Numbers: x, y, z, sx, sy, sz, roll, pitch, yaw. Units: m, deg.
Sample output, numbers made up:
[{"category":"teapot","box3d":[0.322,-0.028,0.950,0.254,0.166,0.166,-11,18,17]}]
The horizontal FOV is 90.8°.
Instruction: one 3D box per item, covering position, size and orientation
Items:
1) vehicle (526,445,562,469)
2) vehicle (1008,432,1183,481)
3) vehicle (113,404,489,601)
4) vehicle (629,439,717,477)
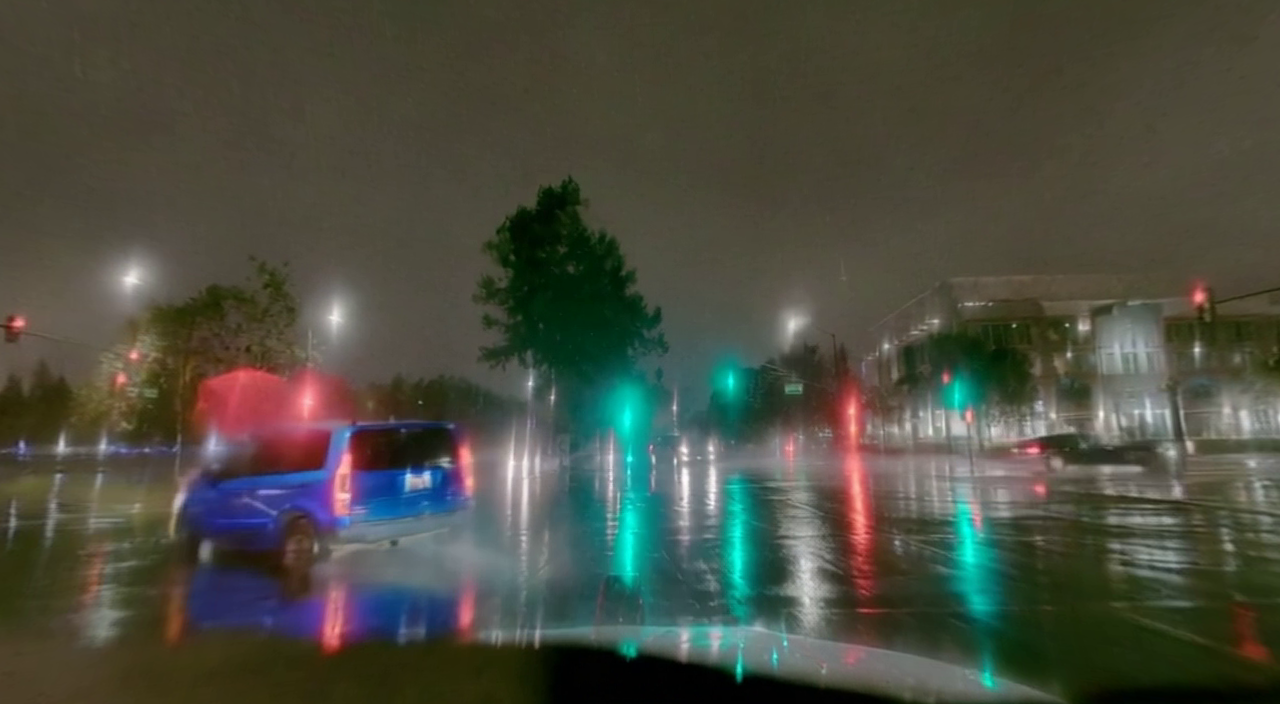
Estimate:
[{"category":"vehicle","box3d":[-6.823,7.496,45.359,2.034,1.663,4.025,0,-8,-1]},{"category":"vehicle","box3d":[16.188,3.749,22.767,4.529,1.604,2.130,-3,-9,16]},{"category":"vehicle","box3d":[-4.157,1.675,7.789,4.038,1.807,2.085,-5,-10,28]},{"category":"vehicle","box3d":[1.520,5.176,31.156,1.998,1.674,4.652,5,-10,-33]}]
